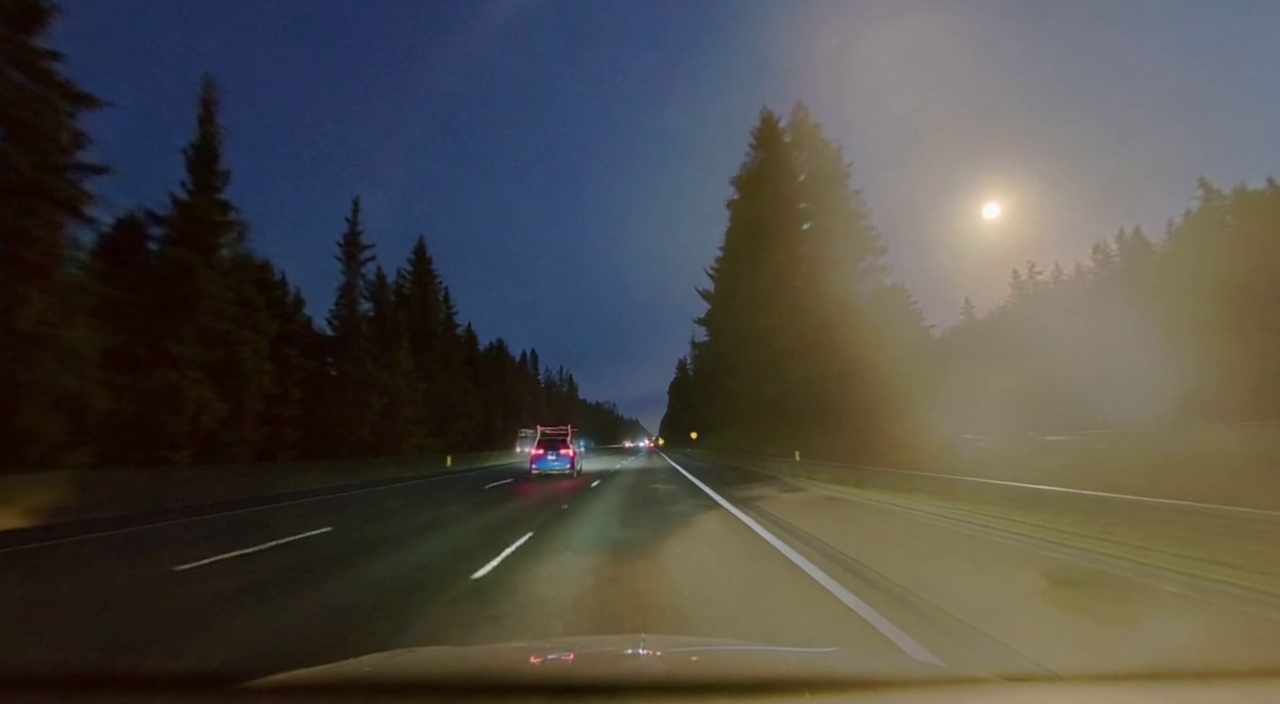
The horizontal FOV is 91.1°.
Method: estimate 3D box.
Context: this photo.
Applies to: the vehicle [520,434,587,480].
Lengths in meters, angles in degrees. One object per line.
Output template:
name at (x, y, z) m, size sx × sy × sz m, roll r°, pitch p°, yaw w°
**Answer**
vehicle at (-3.511, 4.342, 26.371) m, size 2.084 × 1.752 × 4.479 m, roll 0°, pitch -8°, yaw 2°
